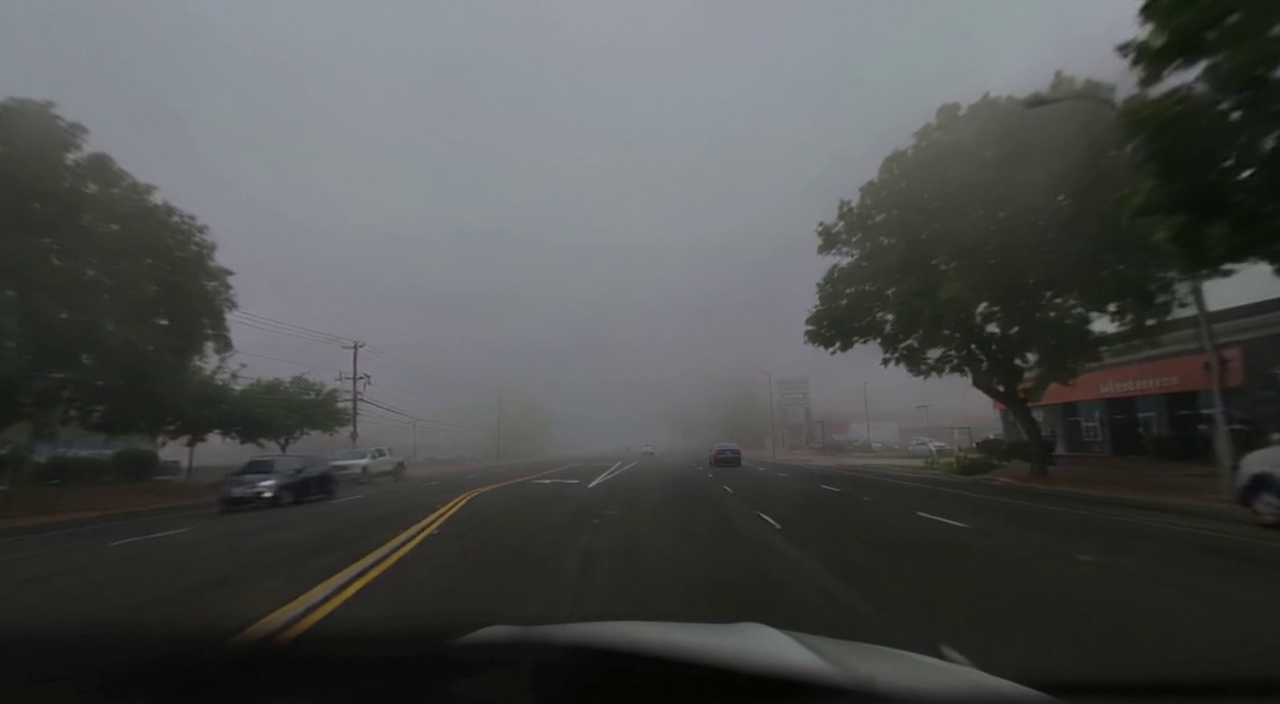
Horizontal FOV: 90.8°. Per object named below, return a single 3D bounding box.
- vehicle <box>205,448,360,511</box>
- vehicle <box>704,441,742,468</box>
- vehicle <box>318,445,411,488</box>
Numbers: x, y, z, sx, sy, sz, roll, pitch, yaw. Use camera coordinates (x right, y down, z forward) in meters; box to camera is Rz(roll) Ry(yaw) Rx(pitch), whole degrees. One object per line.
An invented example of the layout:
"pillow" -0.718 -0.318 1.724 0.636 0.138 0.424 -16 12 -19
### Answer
"vehicle" -10.459 3.724 18.997 1.994 1.657 4.510 0 -9 0
"vehicle" 5.267 6.585 40.766 1.957 1.643 4.226 0 -9 1
"vehicle" -13.679 5.688 31.833 2.225 1.961 5.380 0 -9 0
